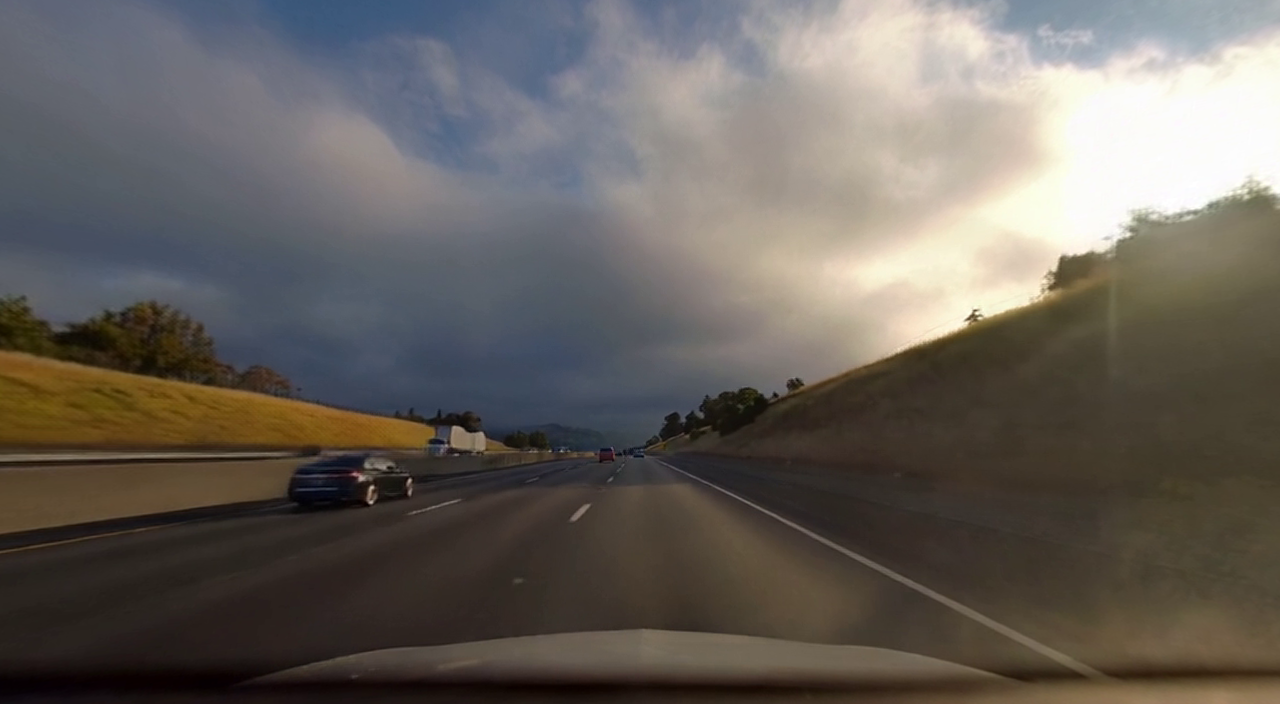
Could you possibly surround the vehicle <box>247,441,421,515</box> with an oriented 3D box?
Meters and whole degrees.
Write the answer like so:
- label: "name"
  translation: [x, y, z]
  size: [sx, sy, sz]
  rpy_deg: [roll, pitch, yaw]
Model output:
- label: "vehicle"
  translation: [-6.997, 2.909, 15.017]
  size: [1.966, 1.476, 4.240]
  rpy_deg: [0, -9, 1]
